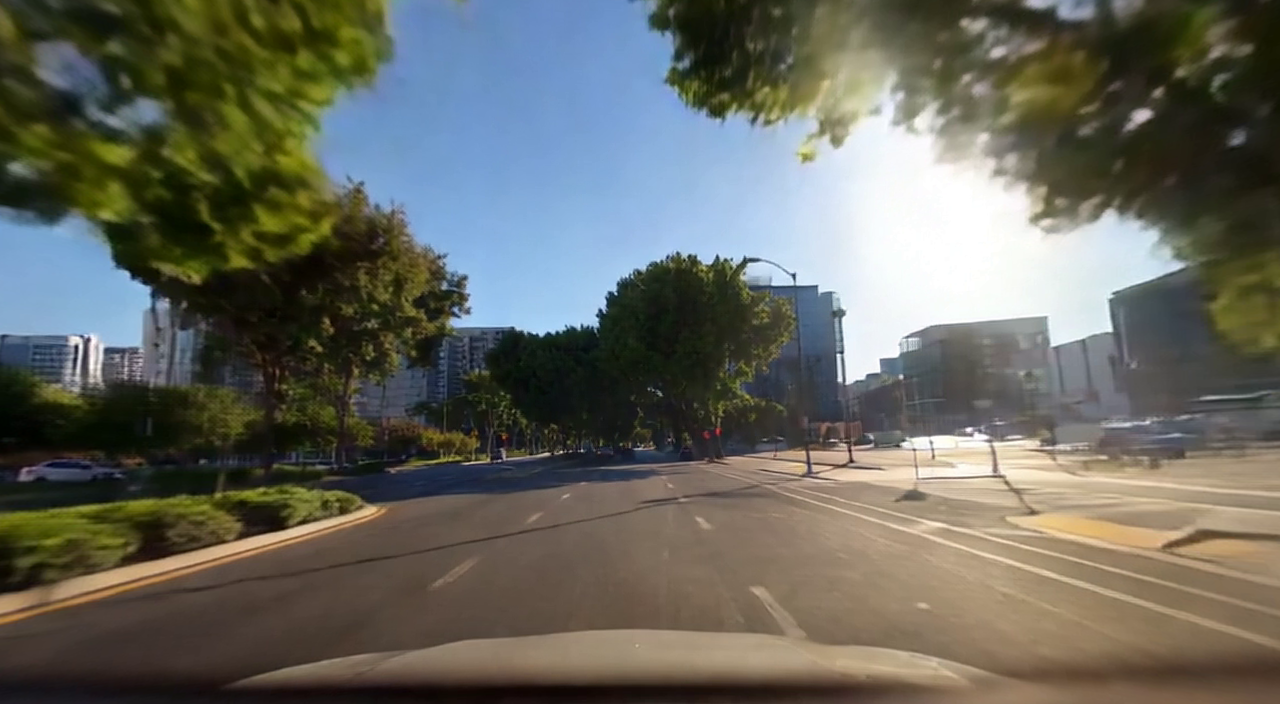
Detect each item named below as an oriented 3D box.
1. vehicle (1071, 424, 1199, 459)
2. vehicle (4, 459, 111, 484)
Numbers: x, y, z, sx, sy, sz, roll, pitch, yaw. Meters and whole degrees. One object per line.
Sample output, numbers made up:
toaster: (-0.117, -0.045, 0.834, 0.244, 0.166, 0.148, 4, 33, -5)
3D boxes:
vehicle: (22.291, 4.092, 28.723, 1.834, 1.444, 4.703, 0, -9, -3)
vehicle: (-37.450, 7.697, 40.693, 4.880, 1.495, 2.001, 0, -9, 1)
